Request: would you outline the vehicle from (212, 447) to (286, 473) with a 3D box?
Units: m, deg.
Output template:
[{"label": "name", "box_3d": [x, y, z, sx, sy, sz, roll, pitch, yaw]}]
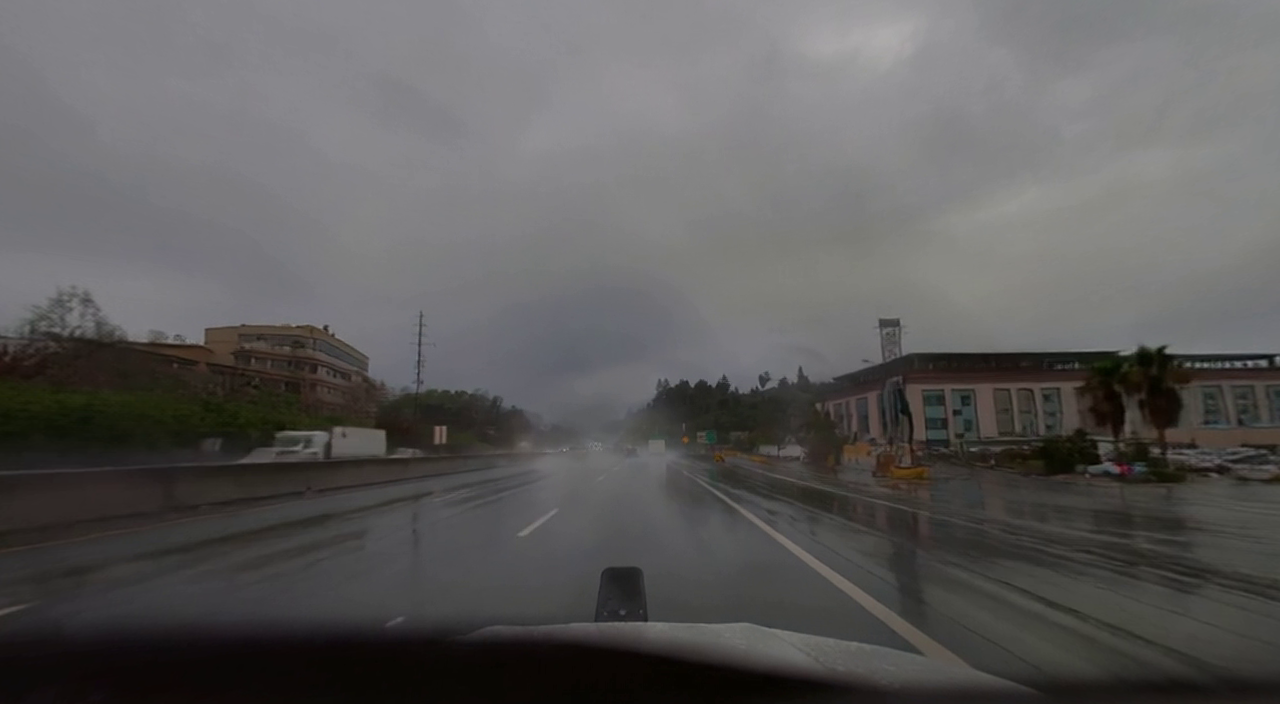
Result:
[{"label": "vehicle", "box_3d": [-26.785, 7.390, 43.244, 1.890, 1.646, 4.864, 0, -9, 1]}]
